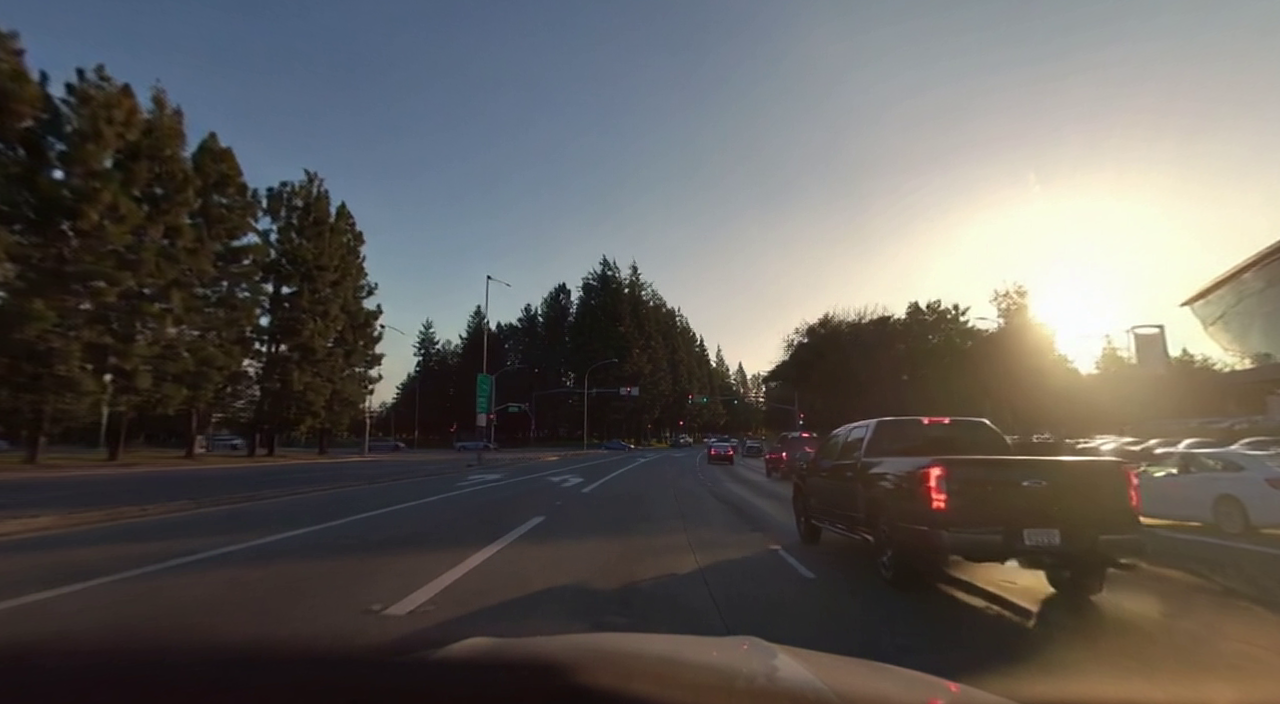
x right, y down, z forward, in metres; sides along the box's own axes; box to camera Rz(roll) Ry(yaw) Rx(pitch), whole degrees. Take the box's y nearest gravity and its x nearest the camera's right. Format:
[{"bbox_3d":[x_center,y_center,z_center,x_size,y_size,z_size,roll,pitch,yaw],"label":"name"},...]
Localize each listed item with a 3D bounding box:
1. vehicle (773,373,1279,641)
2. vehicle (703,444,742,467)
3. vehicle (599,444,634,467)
[{"bbox_3d":[3.311,1.451,7.120,2.333,1.777,5.713,0,-9,0],"label":"vehicle"},{"bbox_3d":[5.789,7.352,44.939,2.292,1.563,4.734,-1,-9,2],"label":"vehicle"},{"bbox_3d":[-1.577,7.204,44.111,1.958,1.542,4.175,-1,-9,5],"label":"vehicle"}]
